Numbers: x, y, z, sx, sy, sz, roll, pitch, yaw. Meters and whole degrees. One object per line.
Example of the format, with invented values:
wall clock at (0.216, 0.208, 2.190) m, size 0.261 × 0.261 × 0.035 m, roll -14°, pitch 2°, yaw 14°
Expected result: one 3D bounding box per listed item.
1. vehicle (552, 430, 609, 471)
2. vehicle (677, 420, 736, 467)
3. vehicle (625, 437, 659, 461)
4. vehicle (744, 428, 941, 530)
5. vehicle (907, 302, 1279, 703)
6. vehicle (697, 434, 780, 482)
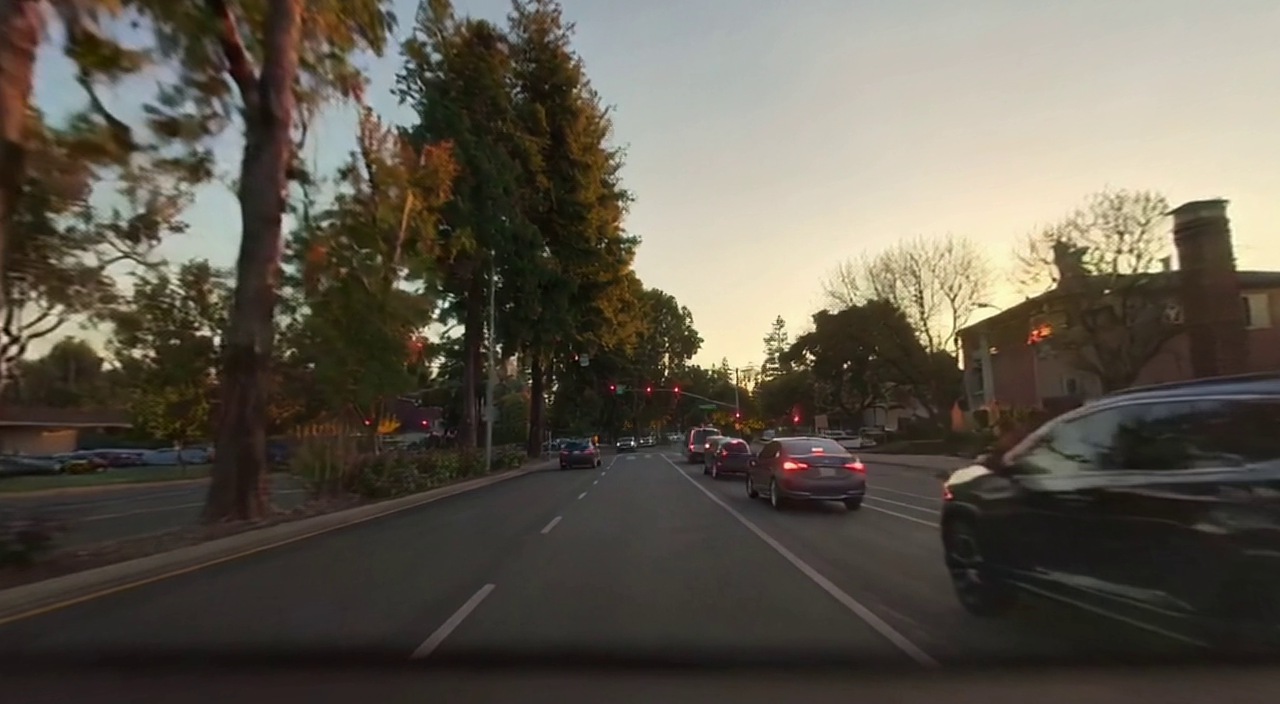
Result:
vehicle at (-2.591, 4.449, 28.629) m, size 2.083 × 1.691 × 4.398 m, roll 0°, pitch -8°, yaw 1°
vehicle at (3.281, 4.722, 32.542) m, size 2.337 × 2.144 × 5.976 m, roll 0°, pitch -8°, yaw 0°
vehicle at (0.146, 6.329, 41.324) m, size 2.120 × 1.428 × 3.890 m, roll 0°, pitch -8°, yaw 1°
vehicle at (3.245, 2.131, 11.185) m, size 2.009 × 1.436 × 4.258 m, roll 0°, pitch -8°, yaw -1°
vehicle at (3.287, 0.834, 3.071) m, size 1.985 × 1.772 × 4.479 m, roll 0°, pitch -8°, yaw 0°
vehicle at (3.183, 3.529, 21.261) m, size 2.080 × 1.445 × 4.096 m, roll 0°, pitch -8°, yaw -1°
